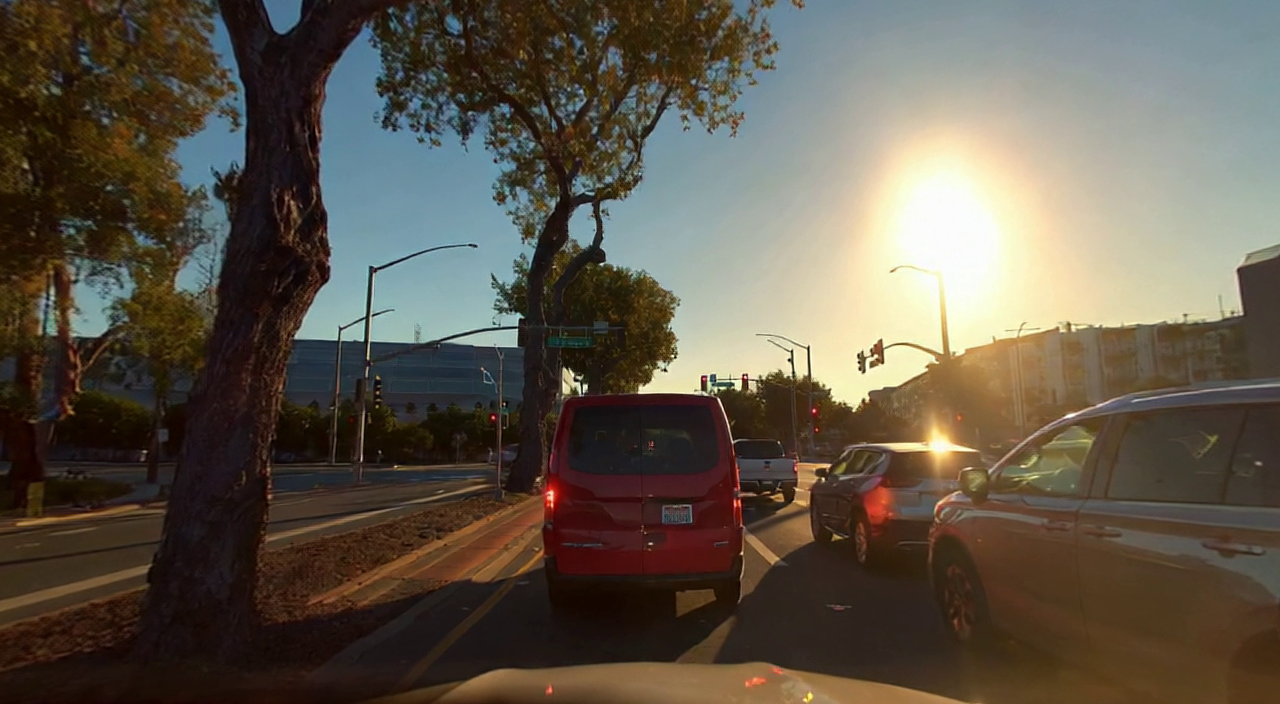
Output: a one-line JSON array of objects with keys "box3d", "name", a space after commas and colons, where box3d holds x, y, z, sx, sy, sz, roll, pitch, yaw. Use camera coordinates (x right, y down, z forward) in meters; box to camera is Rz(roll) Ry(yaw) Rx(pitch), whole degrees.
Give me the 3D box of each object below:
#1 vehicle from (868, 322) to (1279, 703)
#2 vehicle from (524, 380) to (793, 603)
[{"box3d": [2.899, 0.946, 3.175, 1.971, 1.663, 4.287, 0, -8, 2], "name": "vehicle"}, {"box3d": [0.168, 1.465, 7.432, 2.185, 1.822, 4.391, 0, -8, 1], "name": "vehicle"}]
